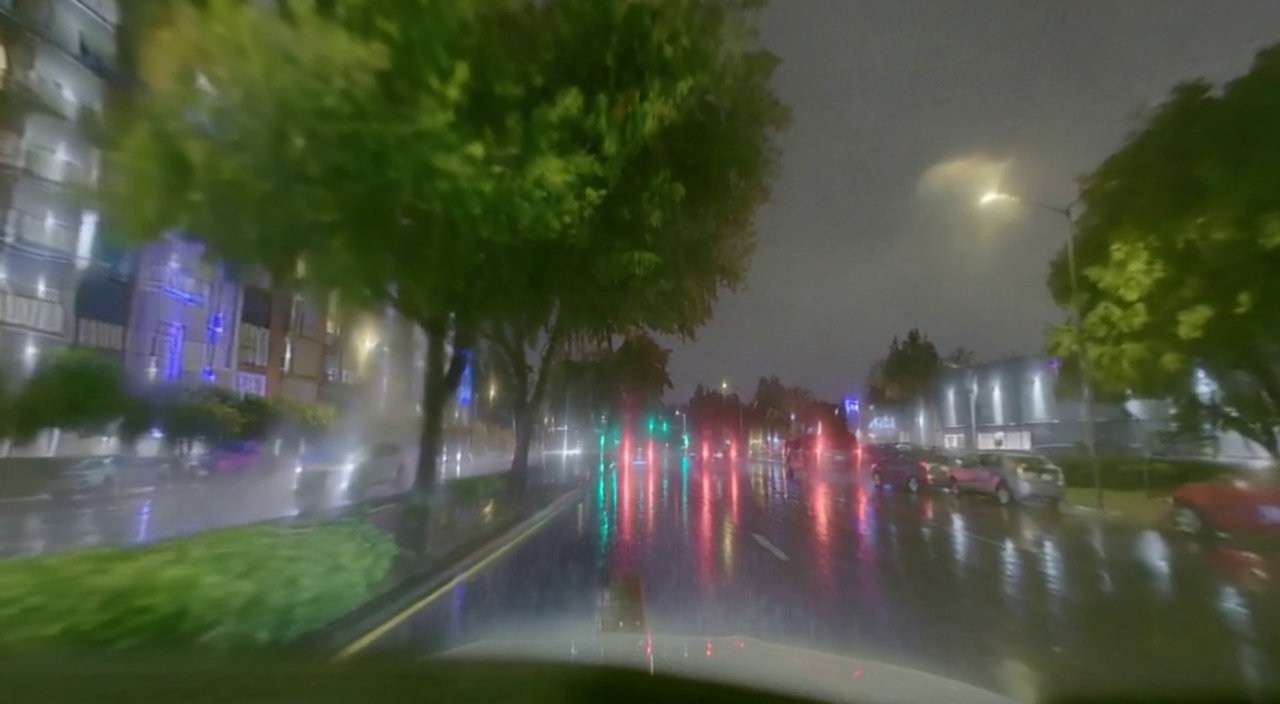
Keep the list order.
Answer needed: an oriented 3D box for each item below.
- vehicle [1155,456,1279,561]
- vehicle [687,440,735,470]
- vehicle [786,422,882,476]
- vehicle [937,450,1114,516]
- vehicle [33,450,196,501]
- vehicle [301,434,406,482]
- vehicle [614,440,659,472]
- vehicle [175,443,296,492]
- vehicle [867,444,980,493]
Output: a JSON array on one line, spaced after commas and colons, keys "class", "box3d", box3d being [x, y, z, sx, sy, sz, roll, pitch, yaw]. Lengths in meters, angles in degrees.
[{"class": "vehicle", "box3d": [10.177, 2.240, 8.870, 1.944, 1.454, 4.647, 0, -9, 0]}, {"class": "vehicle", "box3d": [3.747, 5.542, 34.117, 1.993, 1.477, 4.240, 0, -9, -1]}, {"class": "vehicle", "box3d": [10.594, 5.438, 35.431, 3.082, 2.655, 7.381, 0, -9, 1]}, {"class": "vehicle", "box3d": [10.266, 3.476, 17.378, 1.898, 1.502, 4.788, 0, -9, 1]}, {"class": "vehicle", "box3d": [-19.014, 4.449, 23.203, 2.180, 1.608, 4.443, 0, -9, -1]}, {"class": "vehicle", "box3d": [-12.551, 4.688, 28.092, 2.331, 1.910, 4.823, -1, -9, 1]}, {"class": "vehicle", "box3d": [-0.173, 5.101, 31.116, 2.101, 1.444, 4.248, 0, -9, 0]}, {"class": "vehicle", "box3d": [-19.131, 5.454, 30.288, 2.240, 2.112, 5.268, 0, -8, 0]}, {"class": "vehicle", "box3d": [10.588, 4.354, 24.031, 2.129, 1.645, 4.625, 0, -9, 0]}]
